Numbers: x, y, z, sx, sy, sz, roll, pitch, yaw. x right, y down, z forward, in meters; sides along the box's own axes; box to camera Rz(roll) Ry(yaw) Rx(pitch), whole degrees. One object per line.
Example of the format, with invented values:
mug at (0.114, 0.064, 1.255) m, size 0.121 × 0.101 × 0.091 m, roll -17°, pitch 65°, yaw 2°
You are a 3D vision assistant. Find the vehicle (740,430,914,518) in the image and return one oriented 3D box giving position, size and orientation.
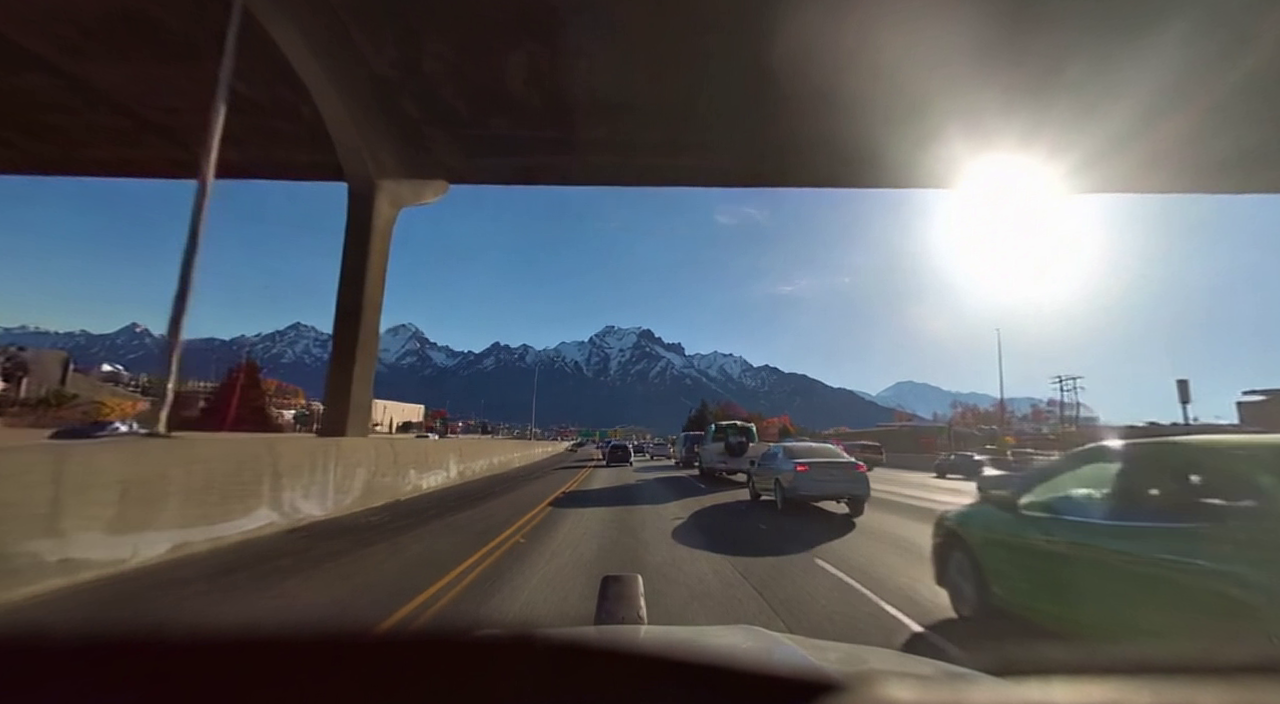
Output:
vehicle at (3.633, 2.476, 13.443) m, size 2.048 × 1.497 × 4.952 m, roll 0°, pitch -8°, yaw -2°

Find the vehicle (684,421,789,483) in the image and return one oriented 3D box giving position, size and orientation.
vehicle at (3.512, 3.895, 24.931) m, size 2.747 × 2.061 × 7.011 m, roll 0°, pitch -8°, yaw -3°

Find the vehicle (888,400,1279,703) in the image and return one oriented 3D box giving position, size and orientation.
vehicle at (3.483, 1.115, 3.798) m, size 2.074 × 1.455 × 4.646 m, roll 0°, pitch -8°, yaw 0°

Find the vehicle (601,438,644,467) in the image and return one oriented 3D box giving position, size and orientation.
vehicle at (-0.991, 5.598, 35.392) m, size 2.266 × 1.549 × 3.978 m, roll 0°, pitch -8°, yaw -2°

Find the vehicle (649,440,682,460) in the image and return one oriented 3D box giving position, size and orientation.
vehicle at (1.942, 7.619, 49.322) m, size 2.057 × 1.517 × 4.538 m, roll 0°, pitch -8°, yaw -4°
